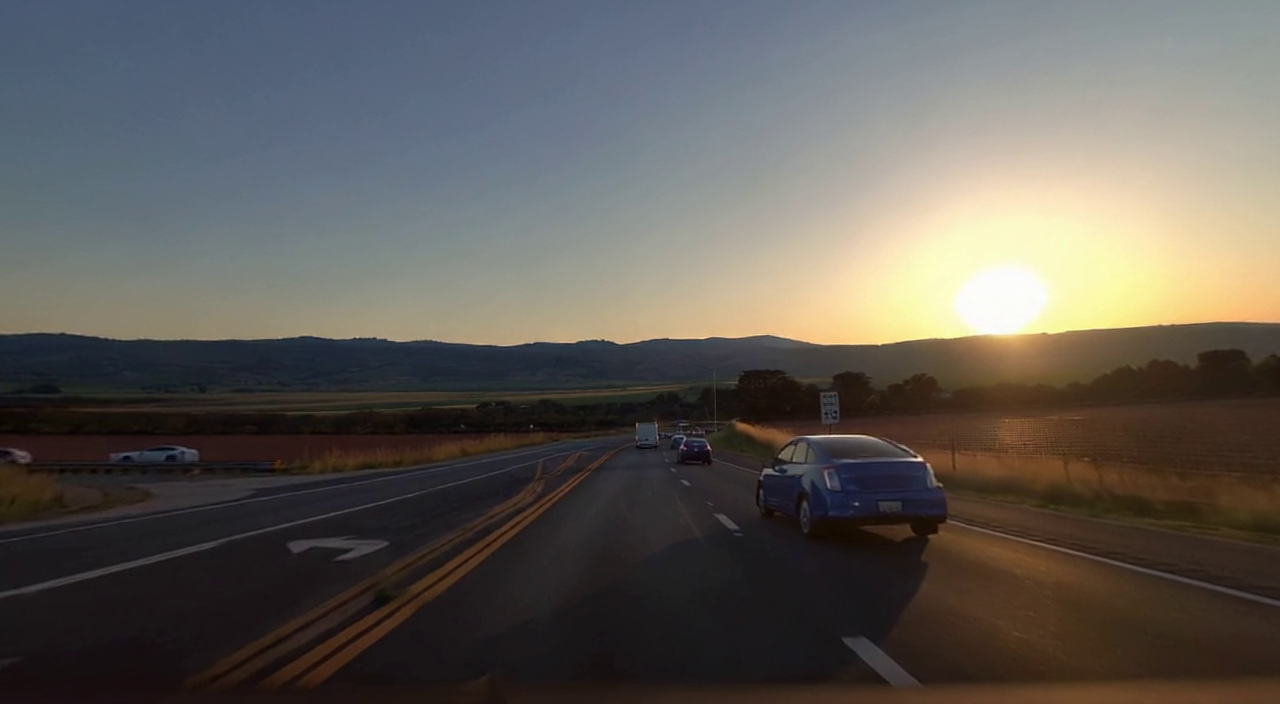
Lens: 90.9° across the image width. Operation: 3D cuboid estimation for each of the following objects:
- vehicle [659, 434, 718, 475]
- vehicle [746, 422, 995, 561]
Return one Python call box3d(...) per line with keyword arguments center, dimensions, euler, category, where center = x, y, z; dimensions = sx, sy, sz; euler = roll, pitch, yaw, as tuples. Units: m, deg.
box3d(center=(1.916, 4.244, 26.350), dimensions=(2.026, 1.531, 4.273), euler=(0, -8, -1), category="vehicle")
box3d(center=(2.925, 1.859, 9.114), dimensions=(2.007, 1.534, 3.976), euler=(0, -8, -1), category="vehicle")
